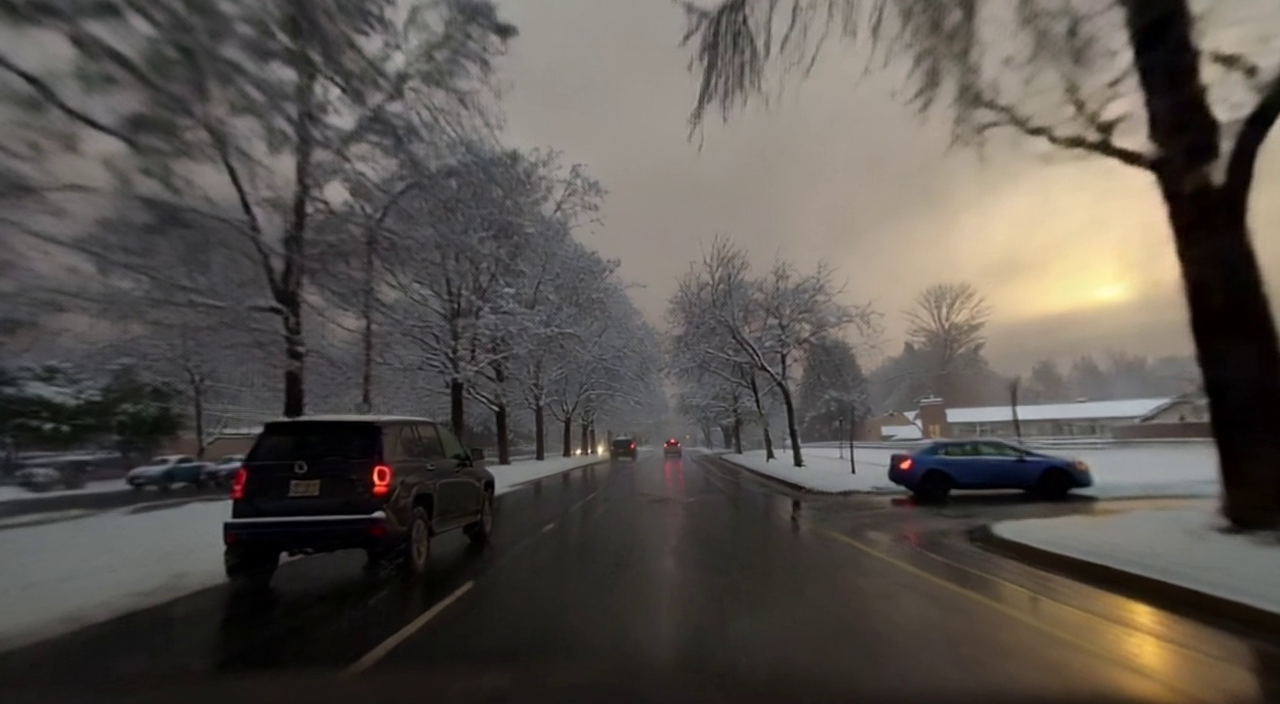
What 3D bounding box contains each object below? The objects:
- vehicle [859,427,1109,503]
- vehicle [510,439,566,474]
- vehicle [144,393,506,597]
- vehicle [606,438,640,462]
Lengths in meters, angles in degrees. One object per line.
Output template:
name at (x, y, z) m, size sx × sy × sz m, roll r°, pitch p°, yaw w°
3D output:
vehicle at (8.055, 2.687, 15.307) m, size 4.824 × 1.646 × 2.077 m, roll -2°, pitch -8°, yaw 10°
vehicle at (-5.328, 5.503, 33.507) m, size 1.985 × 1.708 × 4.310 m, roll -1°, pitch -8°, yaw 3°
vehicle at (-3.204, 1.553, 7.707) m, size 2.123 × 1.761 × 4.322 m, roll 0°, pitch -8°, yaw 1°
vehicle at (-1.252, 7.676, 49.652) m, size 2.255 × 1.806 × 4.710 m, roll -1°, pitch -8°, yaw 3°
